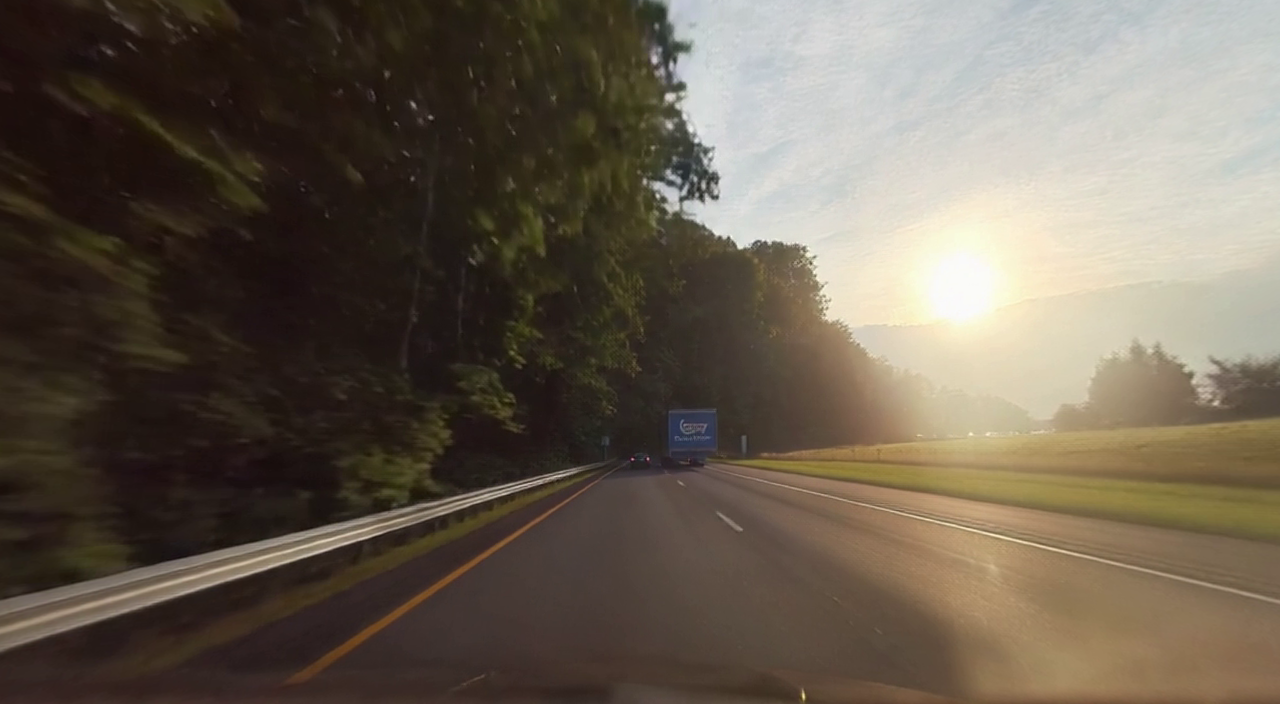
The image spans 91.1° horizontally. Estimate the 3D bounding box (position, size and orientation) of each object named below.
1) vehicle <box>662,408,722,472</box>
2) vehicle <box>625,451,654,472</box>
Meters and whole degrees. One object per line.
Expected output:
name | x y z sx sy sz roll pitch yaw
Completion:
vehicle | 3.544 6.583 46.331 3.440 4.090 11.380 0 -9 0
vehicle | -0.029 8.241 47.508 2.057 1.528 3.958 -1 -9 0
